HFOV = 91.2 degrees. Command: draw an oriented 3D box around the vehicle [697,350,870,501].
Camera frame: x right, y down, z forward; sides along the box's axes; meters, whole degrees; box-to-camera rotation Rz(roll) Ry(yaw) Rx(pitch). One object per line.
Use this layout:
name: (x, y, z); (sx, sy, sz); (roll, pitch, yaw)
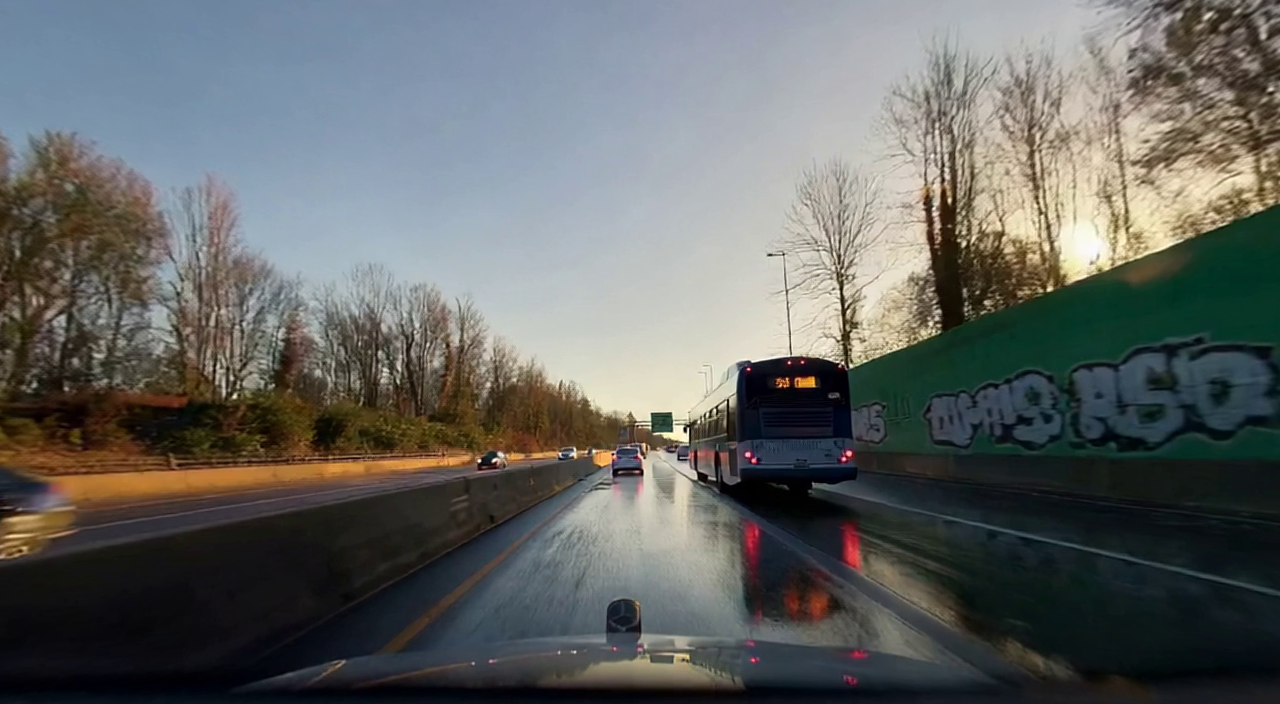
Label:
vehicle: (3.879, 2.644, 20.787); (3.055, 3.479, 12.521); (-1, -9, 1)

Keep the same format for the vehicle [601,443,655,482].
vehicle: (-0.449, 4.800, 27.409); (2.160, 1.532, 4.073); (-1, -9, 1)
